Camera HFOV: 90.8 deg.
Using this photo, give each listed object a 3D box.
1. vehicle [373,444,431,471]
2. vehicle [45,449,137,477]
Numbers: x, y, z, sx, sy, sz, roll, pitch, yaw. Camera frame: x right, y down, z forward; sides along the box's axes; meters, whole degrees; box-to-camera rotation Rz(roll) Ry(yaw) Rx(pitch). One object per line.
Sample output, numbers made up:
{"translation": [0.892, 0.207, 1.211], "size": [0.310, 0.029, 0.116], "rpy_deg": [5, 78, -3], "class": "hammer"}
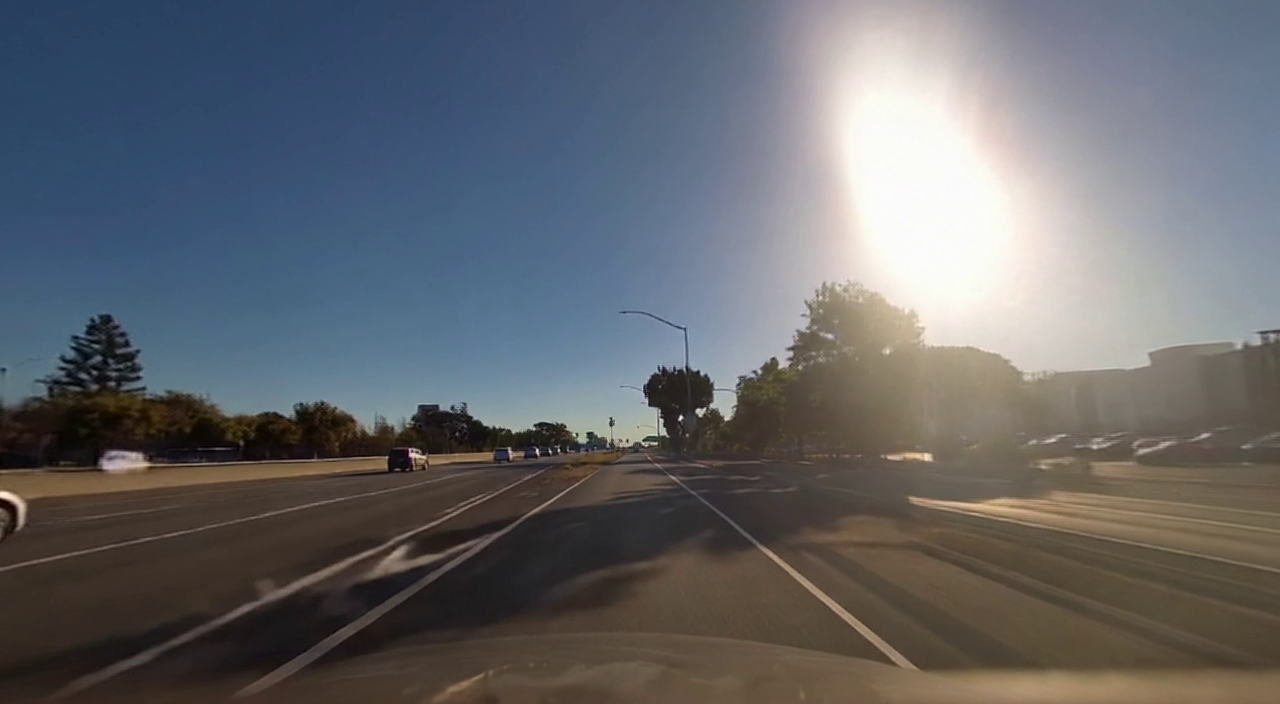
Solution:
{"translation": [-15.836, 7.036, 42.362], "size": [2.126, 1.671, 5.173], "rpy_deg": [0, -8, -4], "class": "vehicle"}
{"translation": [-32.785, 6.673, 37.889], "size": [1.884, 1.466, 4.266], "rpy_deg": [-2, -10, -4], "class": "vehicle"}
